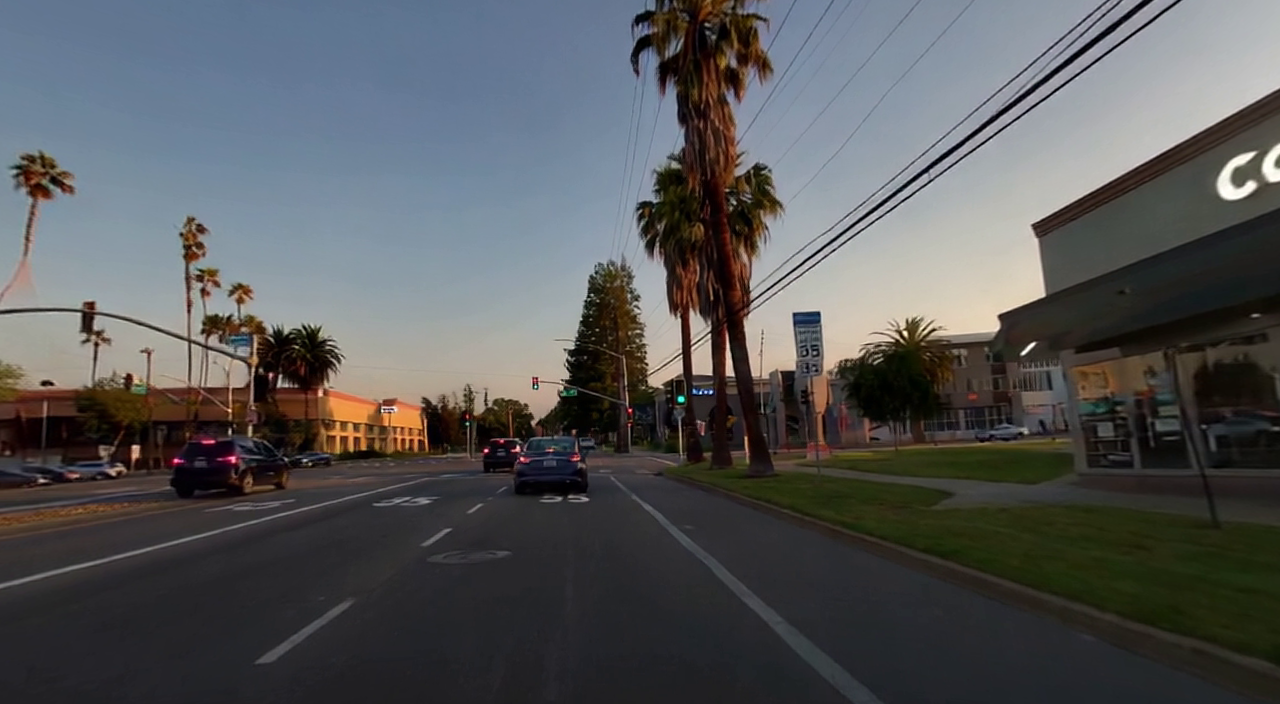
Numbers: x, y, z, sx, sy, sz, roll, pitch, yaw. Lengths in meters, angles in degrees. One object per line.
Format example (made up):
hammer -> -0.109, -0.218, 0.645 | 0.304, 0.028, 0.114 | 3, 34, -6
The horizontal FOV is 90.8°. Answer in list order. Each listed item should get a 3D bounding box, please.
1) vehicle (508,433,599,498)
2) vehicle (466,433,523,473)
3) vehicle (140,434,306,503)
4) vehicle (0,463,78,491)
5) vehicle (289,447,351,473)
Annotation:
vehicle -> -2.236, 2.909, 16.681 | 2.063, 1.474, 4.334 | 1, -8, -7
vehicle -> -6.753, 4.733, 29.746 | 2.077, 1.715, 3.903 | 1, -8, -6
vehicle -> -12.376, 3.438, 19.249 | 2.050, 1.811, 4.752 | 0, -8, -4
vehicle -> -37.369, 7.590, 38.396 | 4.276, 1.576, 1.917 | 1, -8, -6
vehicle -> -19.987, 6.713, 39.630 | 1.879, 1.496, 4.510 | 1, -8, -5
